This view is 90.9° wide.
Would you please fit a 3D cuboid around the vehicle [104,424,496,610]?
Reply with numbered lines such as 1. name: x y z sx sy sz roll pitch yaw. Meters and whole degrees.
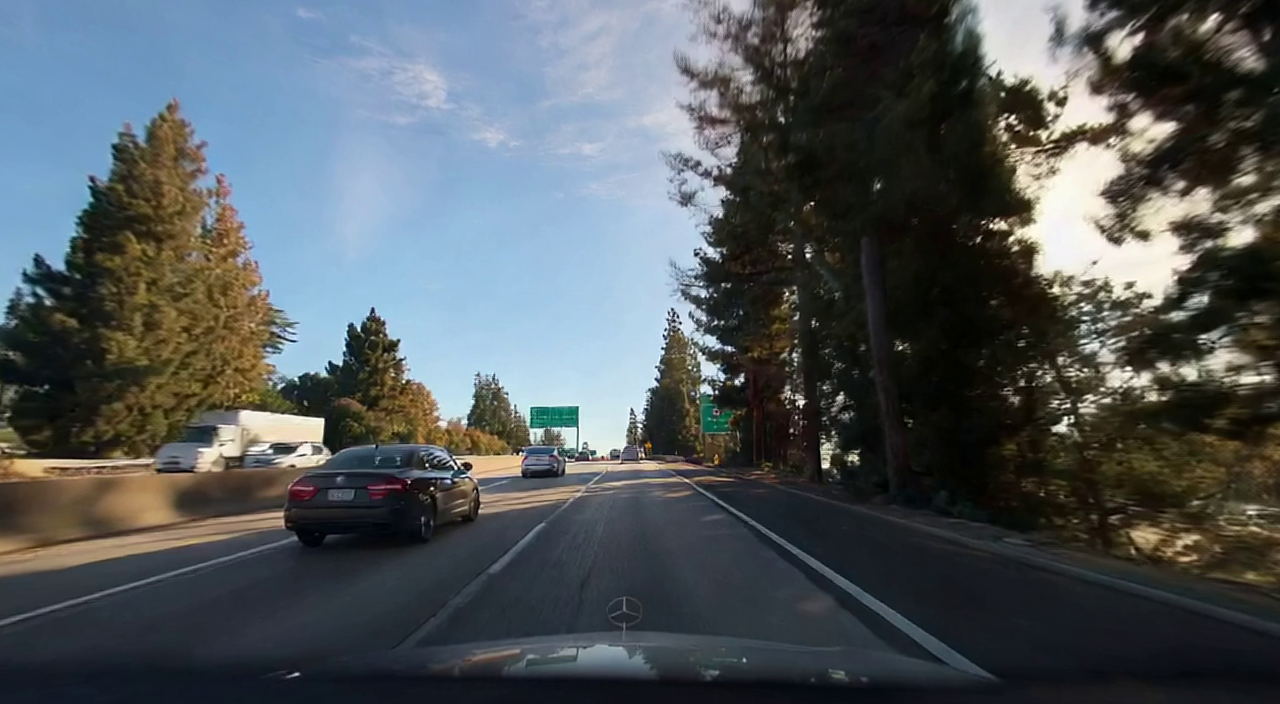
1. vehicle: -3.329 1.692 7.519 2.067 1.509 4.551 0 -8 1

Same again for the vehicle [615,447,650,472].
1. vehicle: -0.494 6.752 39.910 2.100 1.471 3.956 0 -8 -1

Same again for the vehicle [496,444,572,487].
1. vehicle: -3.873 4.234 23.934 2.107 1.453 4.462 0 -8 0
